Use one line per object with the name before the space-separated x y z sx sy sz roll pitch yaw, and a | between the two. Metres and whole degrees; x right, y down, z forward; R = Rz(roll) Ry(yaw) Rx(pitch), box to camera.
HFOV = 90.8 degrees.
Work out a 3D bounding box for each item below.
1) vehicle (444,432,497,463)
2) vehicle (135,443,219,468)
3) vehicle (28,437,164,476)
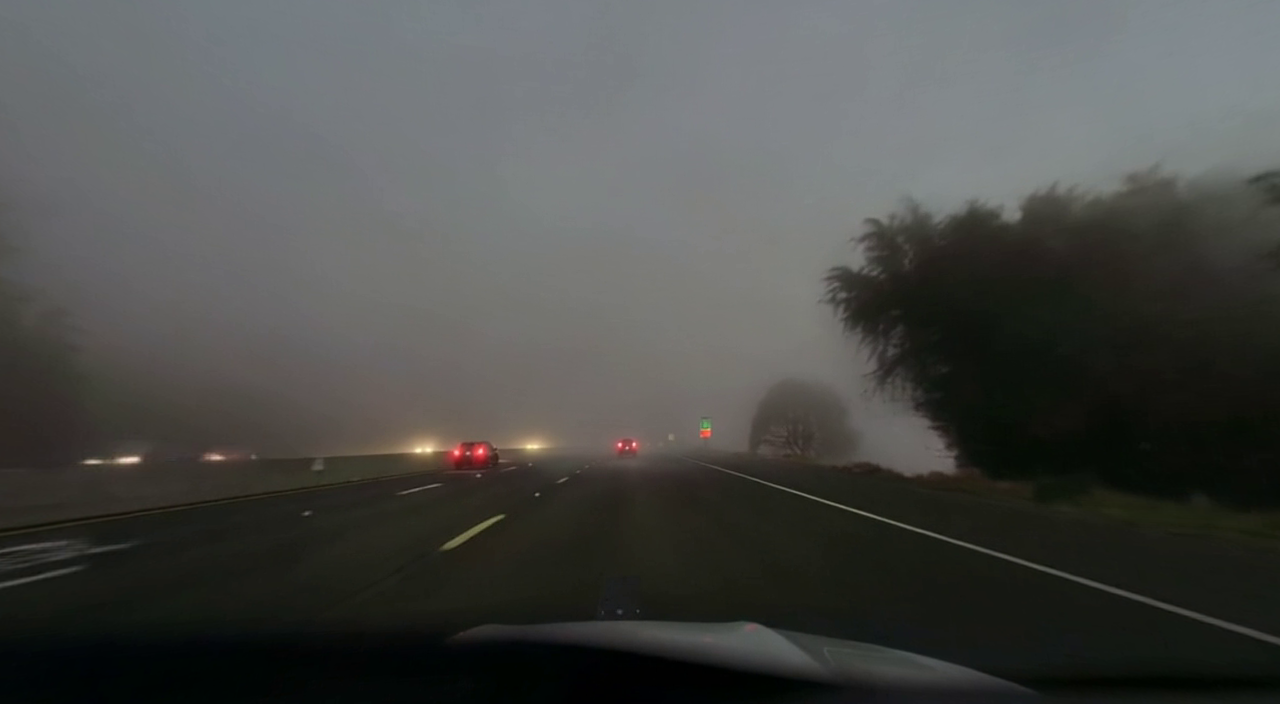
vehicle | -11.592 6.581 43.579 2.270 1.936 5.190 0 -8 0
vehicle | -29.685 6.618 40.695 2.006 1.502 4.605 0 -8 -1
vehicle | -22.672 4.361 26.562 1.829 1.513 4.359 0 -8 0
